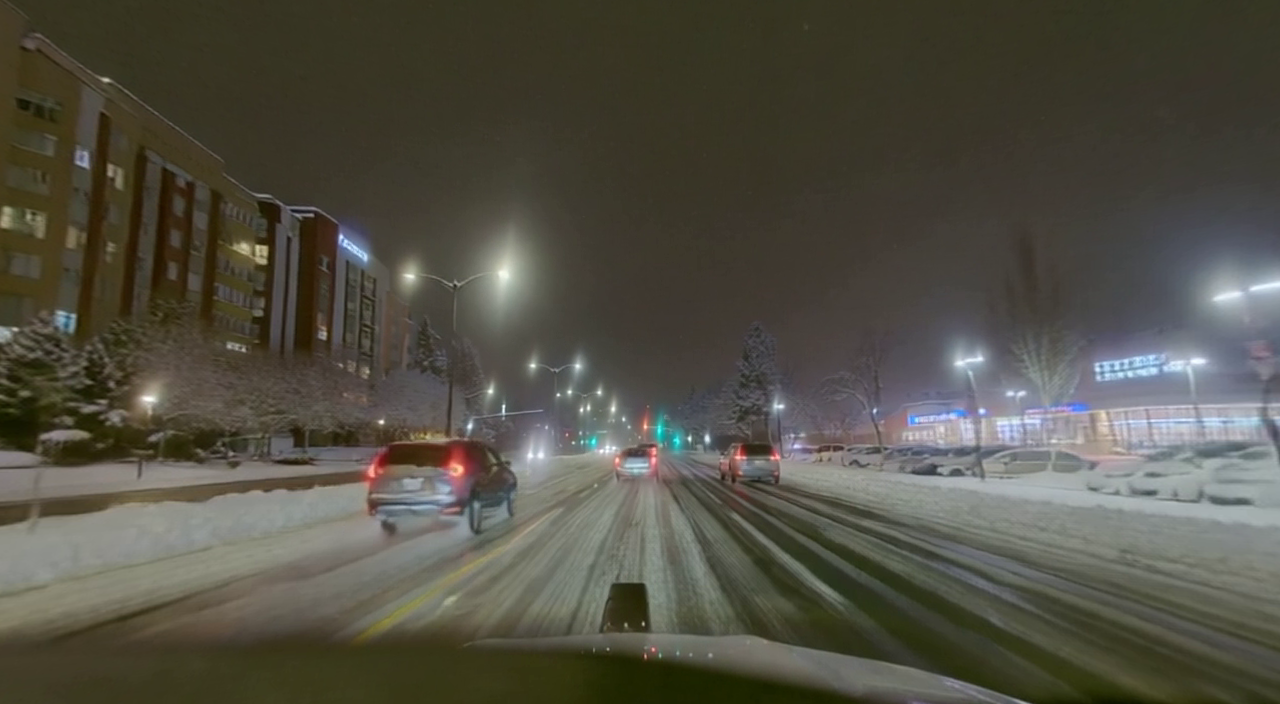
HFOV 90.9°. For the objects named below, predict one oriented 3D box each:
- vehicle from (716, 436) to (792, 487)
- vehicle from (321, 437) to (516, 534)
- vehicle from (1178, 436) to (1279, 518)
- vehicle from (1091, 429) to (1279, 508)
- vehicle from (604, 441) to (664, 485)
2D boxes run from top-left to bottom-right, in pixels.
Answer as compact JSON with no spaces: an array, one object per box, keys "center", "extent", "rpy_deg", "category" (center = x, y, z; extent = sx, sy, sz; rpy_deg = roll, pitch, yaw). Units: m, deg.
[{"center":[4.076,3.987,23.227],"extent":[2.007,1.683,4.171],"rpy_deg":[0,-8,0],"category":"vehicle"},{"center":[-3.879,2.409,12.078],"extent":[2.029,1.482,4.591],"rpy_deg":[0,-8,1],"category":"vehicle"},{"center":[13.324,2.450,12.739],"extent":[4.282,1.469,2.035],"rpy_deg":[4,-9,-26],"category":"vehicle"},{"center":[13.836,2.829,15.785],"extent":[4.331,1.728,2.036],"rpy_deg":[3,-9,-23],"category":"vehicle"},{"center":[-0.177,4.130,23.765],"extent":[2.059,1.477,3.988],"rpy_deg":[0,-8,1],"category":"vehicle"}]
